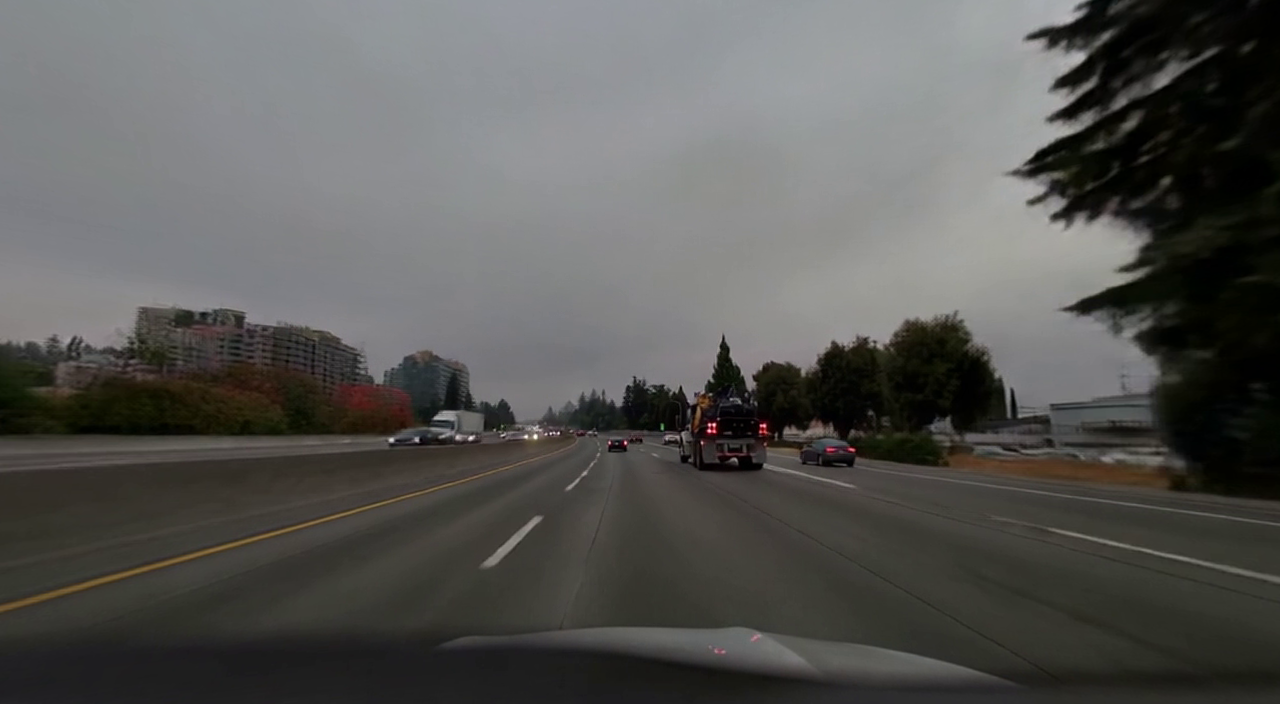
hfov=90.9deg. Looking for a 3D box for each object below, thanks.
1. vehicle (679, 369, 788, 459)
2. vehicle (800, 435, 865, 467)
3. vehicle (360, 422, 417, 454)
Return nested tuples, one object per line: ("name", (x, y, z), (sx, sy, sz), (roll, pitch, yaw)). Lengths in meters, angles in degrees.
("vehicle", (3.598, 2.751, 26.529), (2.833, 3.180, 8.004), (1, -8, -4))
("vehicle", (9.361, 4.842, 31.028), (1.820, 1.469, 4.257), (0, -8, -1))
("vehicle", (-15.999, 5.505, 40.311), (1.972, 1.861, 4.180), (0, -8, -2))
